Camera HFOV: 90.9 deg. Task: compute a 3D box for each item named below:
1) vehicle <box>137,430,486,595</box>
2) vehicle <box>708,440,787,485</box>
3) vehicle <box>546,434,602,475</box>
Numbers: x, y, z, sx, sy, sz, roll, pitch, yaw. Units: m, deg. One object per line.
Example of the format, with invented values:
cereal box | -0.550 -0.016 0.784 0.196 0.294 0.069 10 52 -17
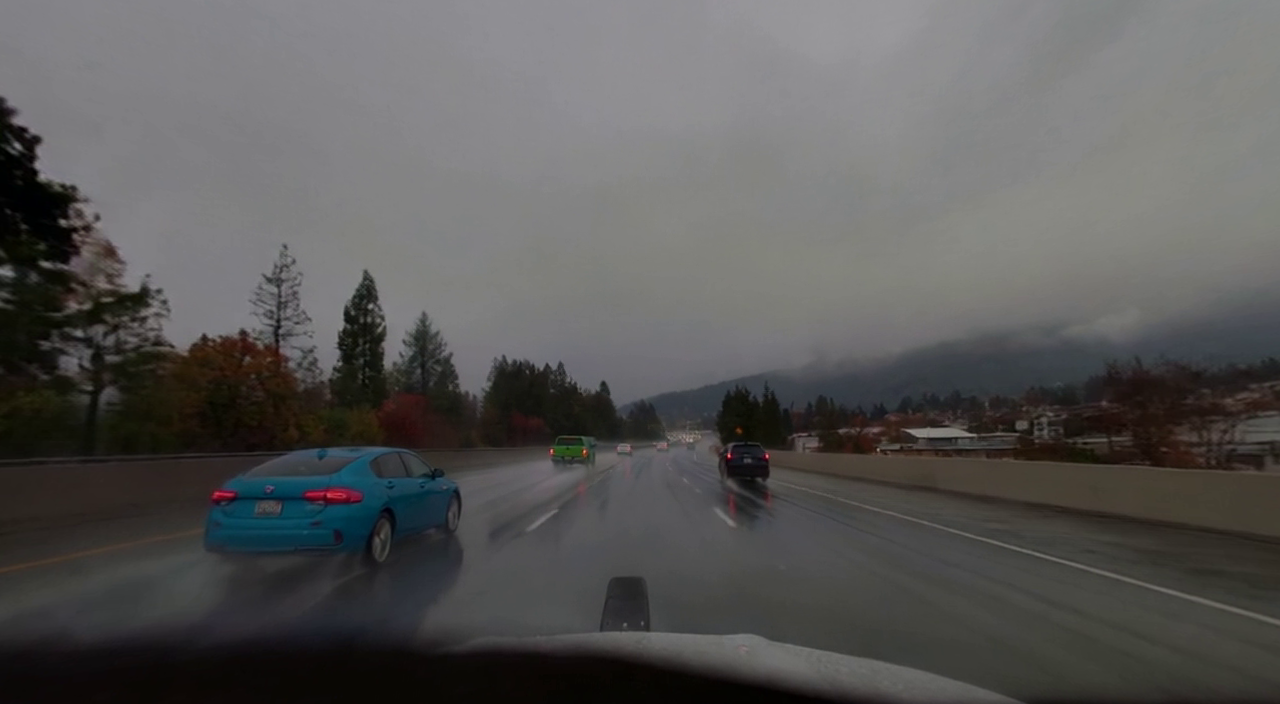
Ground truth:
vehicle | -3.539 1.791 8.005 1.948 1.475 4.461 0 -8 1
vehicle | 3.812 3.996 23.211 2.100 1.472 4.533 0 -8 0
vehicle | -3.153 5.047 31.203 2.122 1.847 4.696 0 -9 2
